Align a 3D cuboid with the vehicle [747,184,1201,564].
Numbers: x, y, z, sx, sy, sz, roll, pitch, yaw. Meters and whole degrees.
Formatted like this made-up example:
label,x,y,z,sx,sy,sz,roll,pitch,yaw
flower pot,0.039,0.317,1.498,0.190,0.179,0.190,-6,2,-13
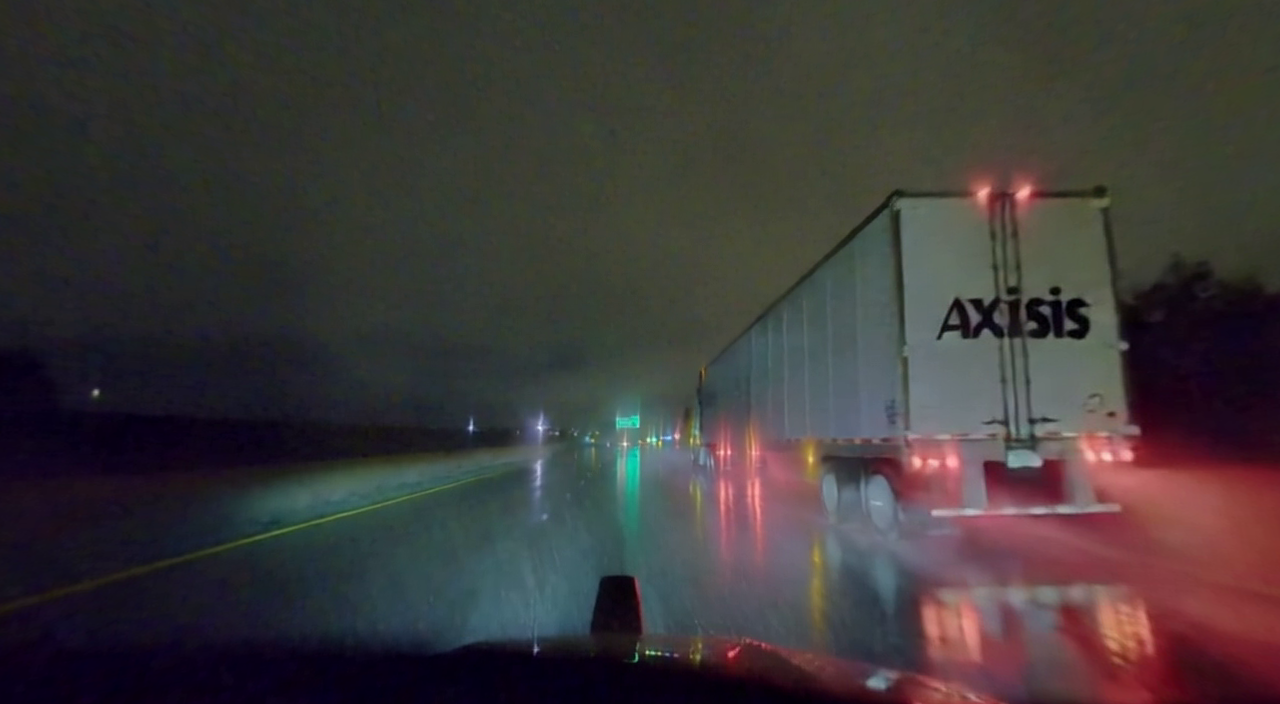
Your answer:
label,x,y,z,sx,sy,sz,roll,pitch,yaw
vehicle,4.170,0.760,11.080,2.880,3.986,9.103,0,-8,0
